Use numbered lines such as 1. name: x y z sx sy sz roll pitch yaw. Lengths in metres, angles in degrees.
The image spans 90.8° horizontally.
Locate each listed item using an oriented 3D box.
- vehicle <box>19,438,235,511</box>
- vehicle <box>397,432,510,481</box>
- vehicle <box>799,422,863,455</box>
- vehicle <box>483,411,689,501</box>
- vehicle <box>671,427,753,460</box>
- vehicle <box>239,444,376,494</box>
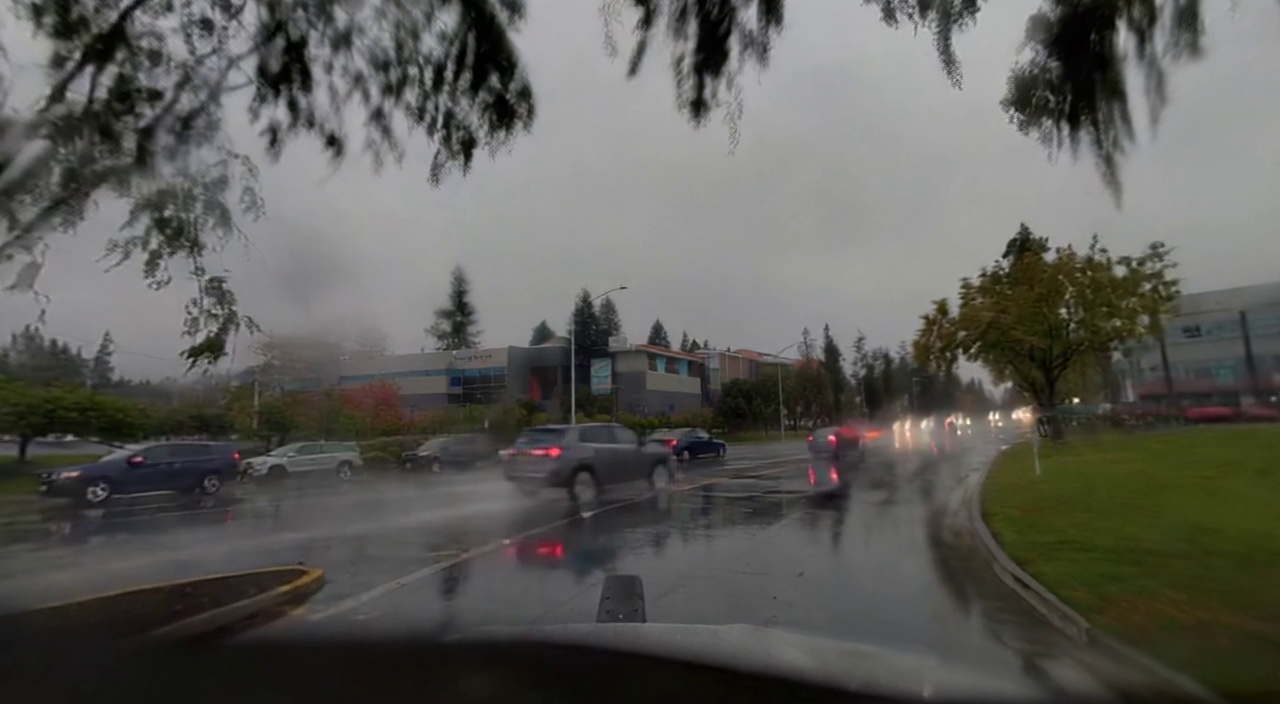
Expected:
1. vehicle: -16.299 3.825 20.376 2.294 2.000 4.788 -7 -10 31
2. vehicle: -9.065 5.030 31.046 2.134 1.924 4.911 -6 -6 40
3. vehicle: 12.025 5.401 39.516 1.954 1.639 5.229 -8 -8 38
4. vehicle: -1.290 2.560 16.277 2.517 1.936 4.748 -9 -10 44
5. vehicle: 4.005 5.011 34.473 2.183 1.651 4.928 -7 -11 37
6. vehicle: -13.055 4.553 25.061 1.904 1.719 4.326 -6 -10 36
